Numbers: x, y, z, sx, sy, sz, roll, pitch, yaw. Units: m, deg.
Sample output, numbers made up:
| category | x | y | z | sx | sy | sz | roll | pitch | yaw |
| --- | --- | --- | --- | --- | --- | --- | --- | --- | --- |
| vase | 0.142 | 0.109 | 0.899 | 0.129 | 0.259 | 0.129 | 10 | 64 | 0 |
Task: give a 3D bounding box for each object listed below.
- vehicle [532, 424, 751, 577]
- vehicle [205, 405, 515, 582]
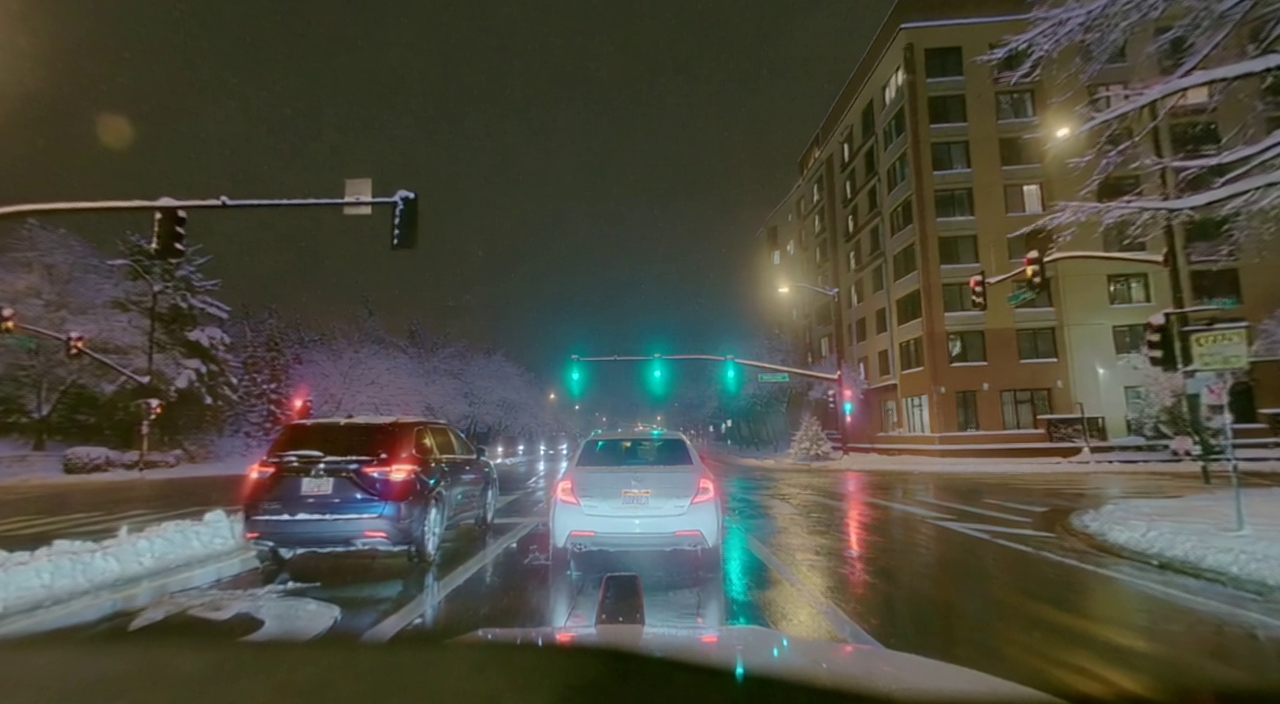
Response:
| category | x | y | z | sx | sy | sz | roll | pitch | yaw |
| --- | --- | --- | --- | --- | --- | --- | --- | --- | --- |
| vehicle | 0.017 | 1.775 | 8.314 | 2.190 | 1.522 | 3.850 | 0 | -8 | 0 |
| vehicle | -3.187 | 1.714 | 8.467 | 2.081 | 1.719 | 4.434 | 0 | -8 | 0 |
